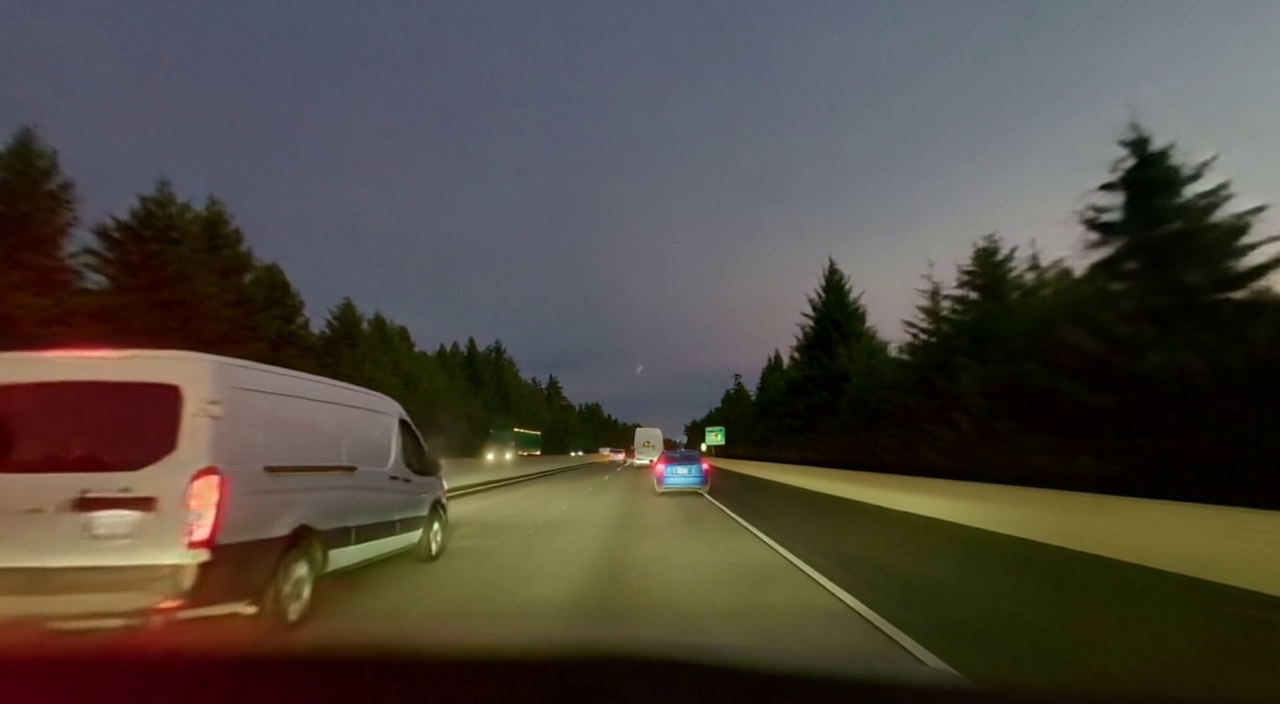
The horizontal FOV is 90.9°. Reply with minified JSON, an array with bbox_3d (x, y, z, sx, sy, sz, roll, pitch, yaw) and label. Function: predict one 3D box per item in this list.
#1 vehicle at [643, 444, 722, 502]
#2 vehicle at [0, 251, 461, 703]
[{"bbox_3d":[1.100,3.401,18.083,2.012,1.485,3.649,0,-9,0],"label":"vehicle"},{"bbox_3d":[-3.155,1.007,4.689,2.217,2.033,4.975,0,-9,-1],"label":"vehicle"}]
